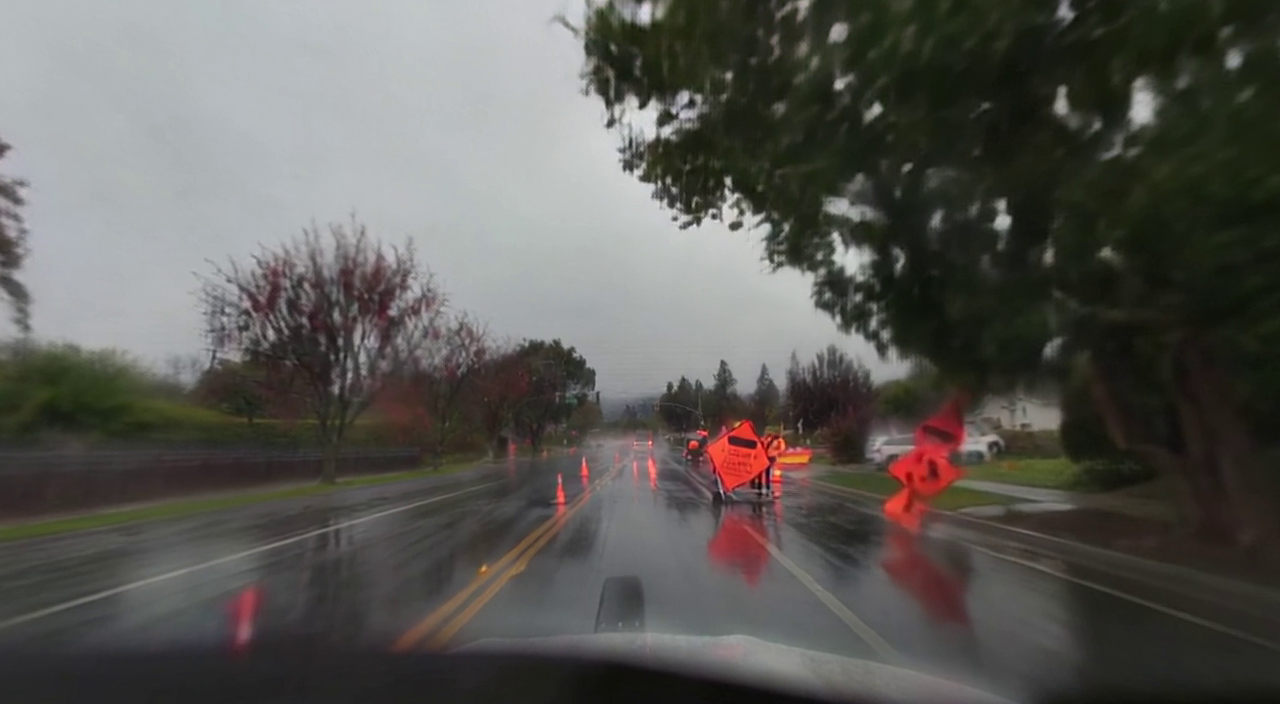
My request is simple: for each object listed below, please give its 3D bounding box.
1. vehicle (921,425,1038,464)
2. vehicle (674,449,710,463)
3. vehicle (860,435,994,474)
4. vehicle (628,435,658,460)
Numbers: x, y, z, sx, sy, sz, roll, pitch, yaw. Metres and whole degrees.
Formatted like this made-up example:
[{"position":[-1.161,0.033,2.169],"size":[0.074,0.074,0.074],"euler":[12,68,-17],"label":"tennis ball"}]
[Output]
[{"position":[15.720,4.293,29.283],"size":[4.302,1.736,1.932],"euler":[0,-8,-2],"label":"vehicle"},{"position":[3.474,6.980,42.504],"size":[2.123,0.883,3.024],"euler":[0,-8,0],"label":"vehicle"},{"position":[11.350,4.064,25.130],"size":[4.463,1.466,1.813],"euler":[0,-8,3],"label":"vehicle"},{"position":[0.210,6.952,45.852],"size":[2.151,1.708,4.084],"euler":[0,-9,0],"label":"vehicle"}]
